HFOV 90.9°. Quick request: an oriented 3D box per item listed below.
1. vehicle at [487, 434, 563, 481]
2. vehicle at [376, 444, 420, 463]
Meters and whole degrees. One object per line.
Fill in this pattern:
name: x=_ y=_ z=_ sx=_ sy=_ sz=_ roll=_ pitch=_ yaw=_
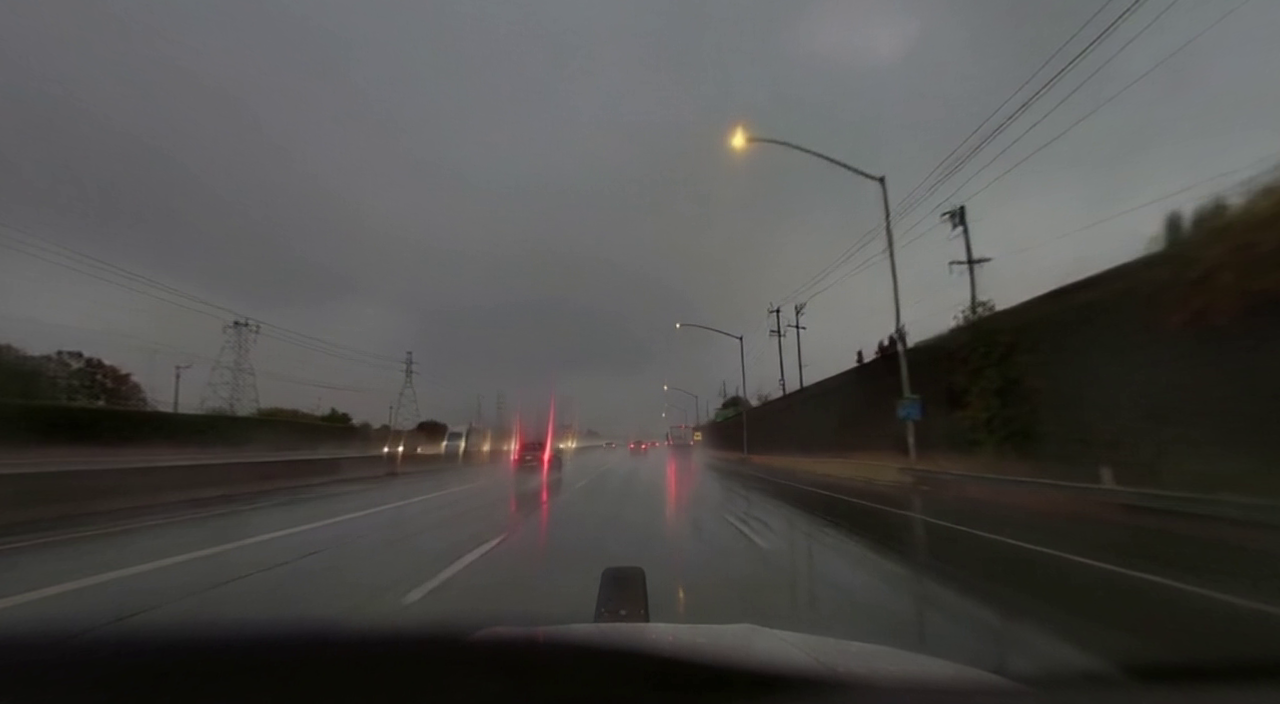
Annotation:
vehicle: x=-4.393 y=4.111 z=24.837 sx=2.064 sy=1.642 sz=4.389 roll=0 pitch=-8 yaw=1
vehicle: x=-19.105 y=8.011 z=49.906 sx=1.784 sy=1.465 sz=4.274 roll=0 pitch=-8 yaw=0
